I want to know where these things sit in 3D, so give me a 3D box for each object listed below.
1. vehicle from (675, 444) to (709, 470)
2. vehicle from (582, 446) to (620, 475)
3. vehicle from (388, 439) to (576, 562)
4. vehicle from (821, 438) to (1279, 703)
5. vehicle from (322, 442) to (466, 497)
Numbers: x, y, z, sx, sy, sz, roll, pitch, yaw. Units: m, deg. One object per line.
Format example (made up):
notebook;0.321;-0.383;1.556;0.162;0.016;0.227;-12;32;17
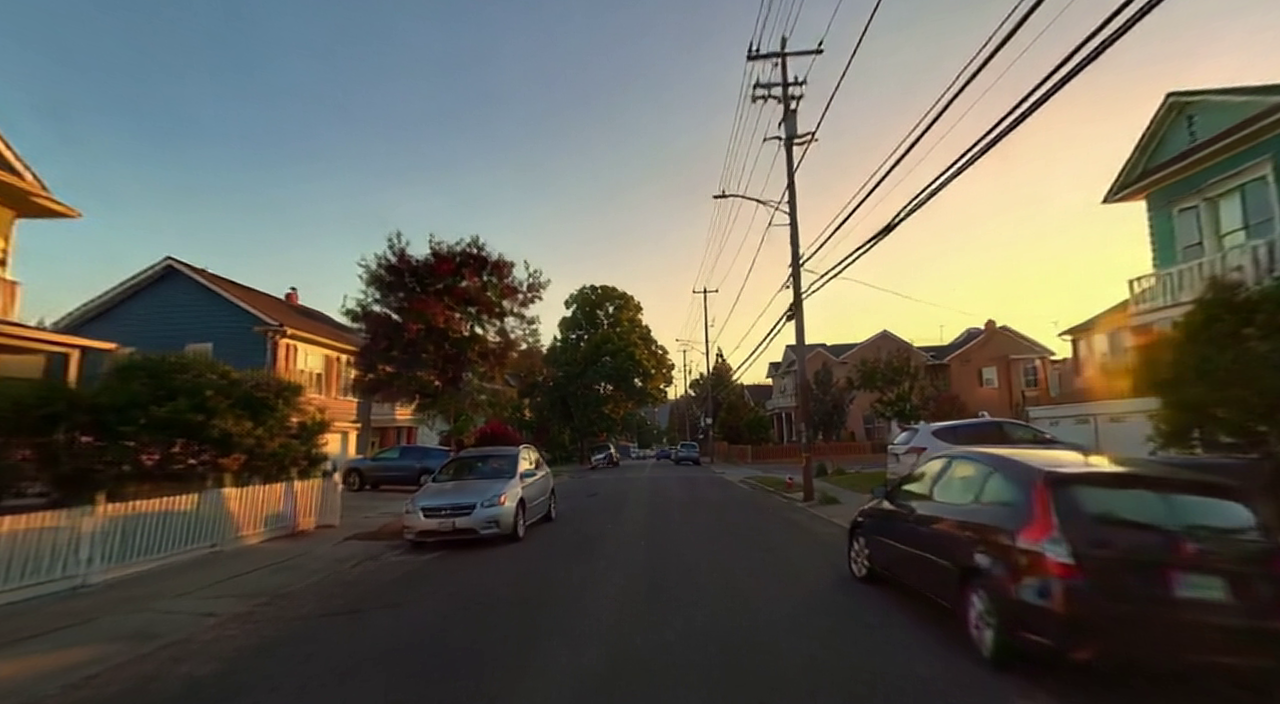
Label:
vehicle;3.978;8.096;49.038;2.129;1.873;4.471;0;-8;-1
vehicle;-2.532;7.180;42.205;2.082;1.759;4.541;-2;-8;1
vehicle;-2.773;2.695;12.399;2.204;1.655;4.813;-7;-8;1
vehicle;3.238;1.586;5.472;2.043;1.631;4.613;1;-8;1
vehicle;-8.497;4.059;22.098;4.088;1.779;2.109;0;-8;4
